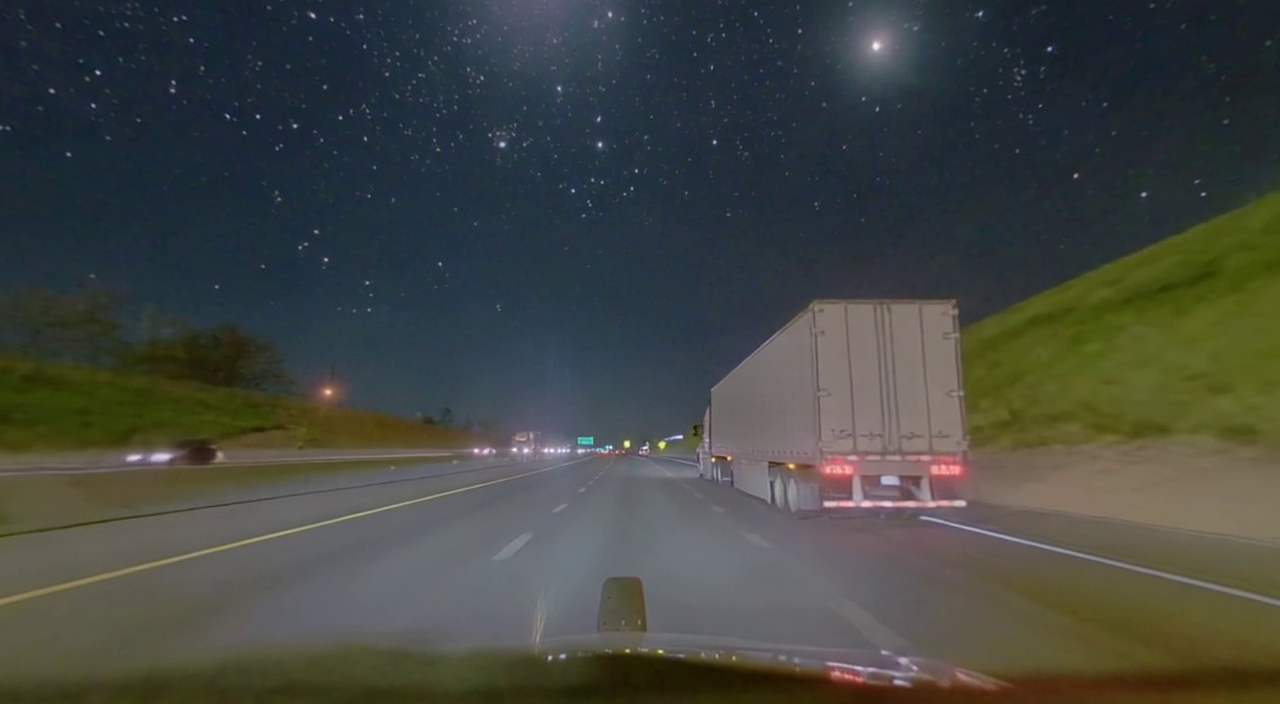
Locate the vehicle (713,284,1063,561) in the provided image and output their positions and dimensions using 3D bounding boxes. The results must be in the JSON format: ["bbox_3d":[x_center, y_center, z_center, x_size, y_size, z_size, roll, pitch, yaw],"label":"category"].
[{"bbox_3d":[3.852,1.757,14.045,2.876,3.586,11.726,0,-9,-1],"label":"vehicle"}]
